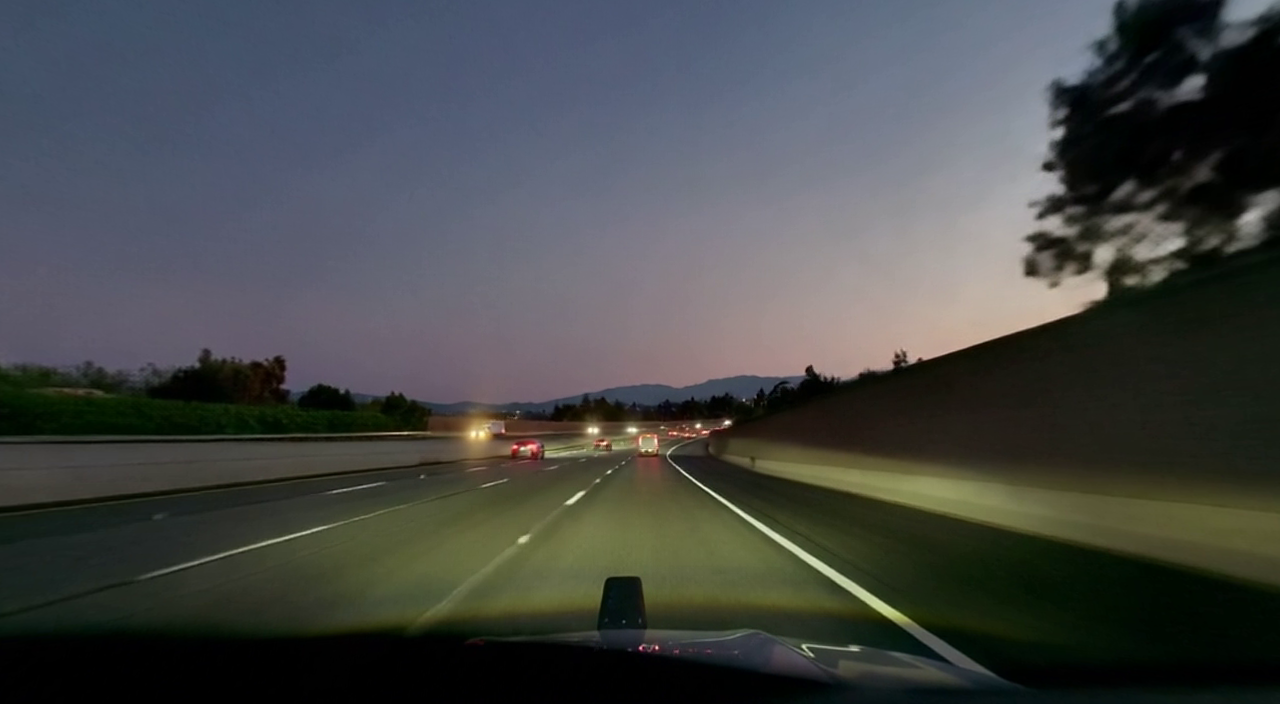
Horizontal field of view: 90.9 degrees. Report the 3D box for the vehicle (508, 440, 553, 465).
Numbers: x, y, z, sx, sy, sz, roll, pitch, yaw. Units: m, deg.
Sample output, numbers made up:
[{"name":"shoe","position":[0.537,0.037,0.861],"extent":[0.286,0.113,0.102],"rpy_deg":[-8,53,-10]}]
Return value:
[{"name":"vehicle","position":[-6.886,6.372,40.151],"extent":[1.966,1.488,4.243],"rpy_deg":[-1,-9,2]}]
